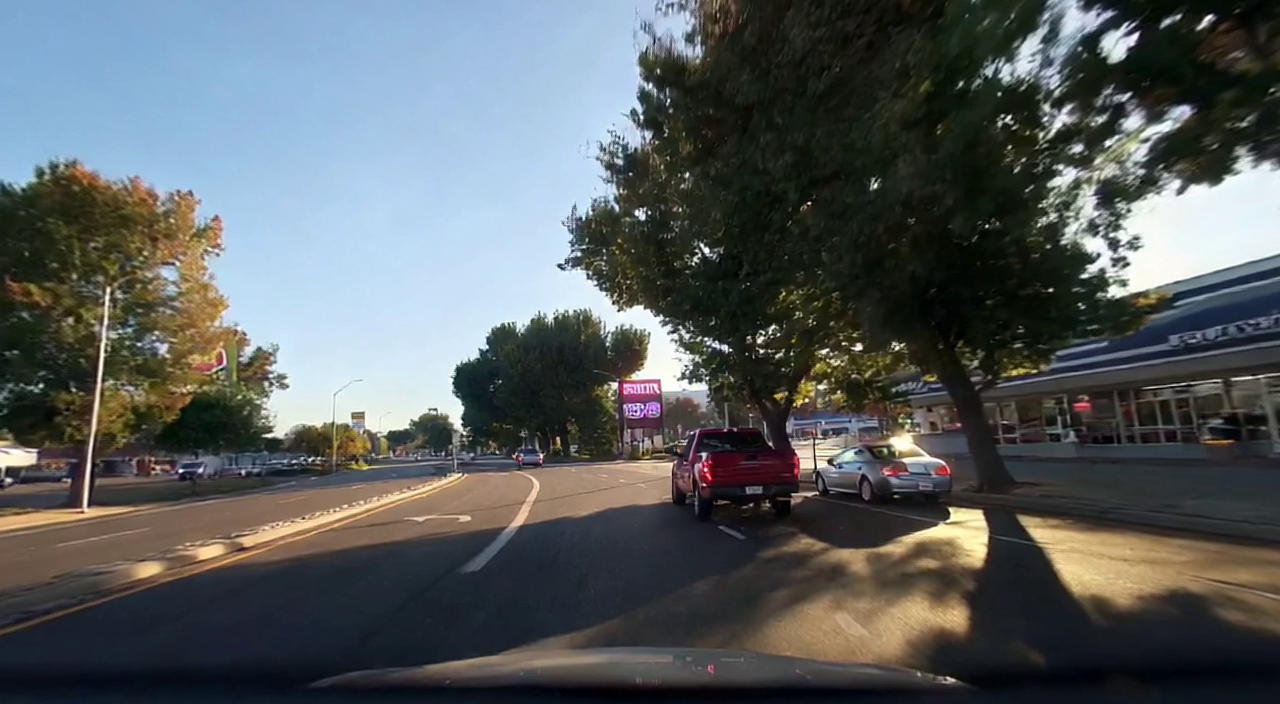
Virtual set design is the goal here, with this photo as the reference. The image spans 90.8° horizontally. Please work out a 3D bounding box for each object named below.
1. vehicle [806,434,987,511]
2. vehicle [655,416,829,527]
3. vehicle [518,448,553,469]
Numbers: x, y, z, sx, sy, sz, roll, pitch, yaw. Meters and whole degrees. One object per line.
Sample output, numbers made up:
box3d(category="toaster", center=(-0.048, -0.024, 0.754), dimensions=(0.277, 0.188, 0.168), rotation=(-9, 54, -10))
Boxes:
box3d(category="vehicle", center=(5.576, 2.672, 14.460), dimensions=(1.986, 1.480, 4.296), rotation=(1, -9, -6))
box3d(category="vehicle", center=(1.709, 2.296, 12.677), dimensions=(2.214, 1.749, 4.998), rotation=(1, -9, -6))
box3d(category="vehicle", center=(-8.143, 8.241, 48.997), dimensions=(2.126, 1.496, 4.073), rotation=(3, -9, -16))
